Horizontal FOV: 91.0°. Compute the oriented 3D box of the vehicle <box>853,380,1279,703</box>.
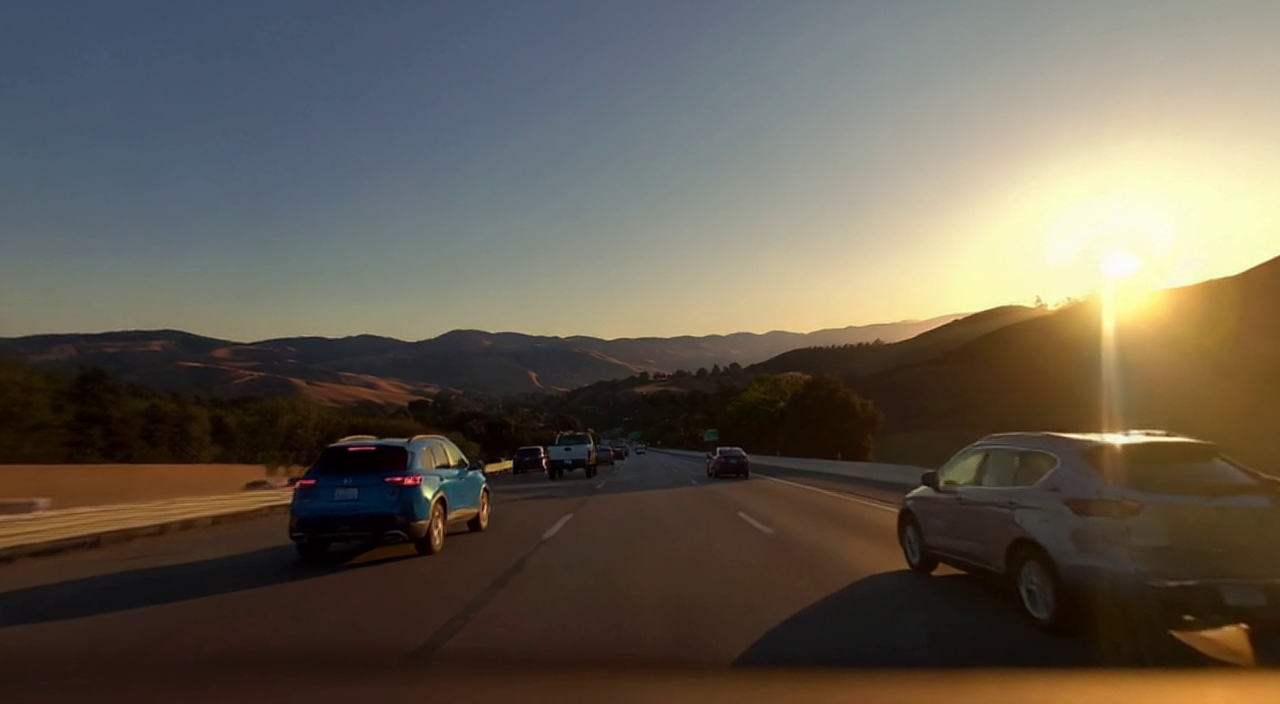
[{"bbox_3d":[3.697,1.327,5.480,2.066,1.696,4.604,0,-8,0],"label":"vehicle"}]

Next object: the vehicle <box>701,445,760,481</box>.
[{"bbox_3d":[4.195,5.203,29.935,2.071,1.570,4.637,0,-8,0],"label":"vehicle"}]

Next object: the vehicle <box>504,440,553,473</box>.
[{"bbox_3d":[-6.914,6.571,39.702,2.149,1.922,4.976,0,-8,0],"label":"vehicle"}]

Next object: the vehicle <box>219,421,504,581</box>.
[{"bbox_3d":[-3.488,1.937,9.003,2.080,1.716,4.207,0,-8,1],"label":"vehicle"}]

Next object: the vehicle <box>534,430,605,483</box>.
[{"bbox_3d":[-3.016,4.671,28.545,2.494,2.136,5.539,0,-8,1],"label":"vehicle"}]
